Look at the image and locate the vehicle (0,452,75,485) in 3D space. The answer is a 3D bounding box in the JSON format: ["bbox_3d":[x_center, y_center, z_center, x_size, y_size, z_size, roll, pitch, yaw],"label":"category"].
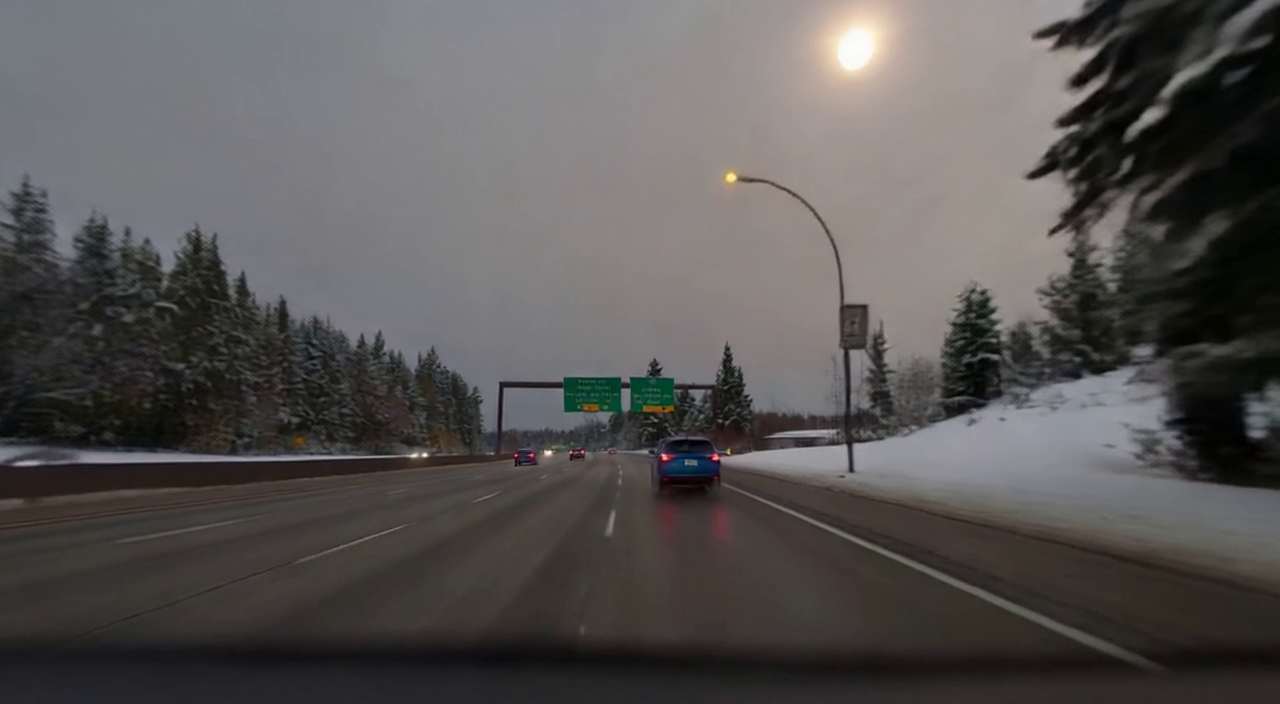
[{"bbox_3d":[-31.329,5.795,31.596,1.835,1.492,4.512,0,-8,-1],"label":"vehicle"}]

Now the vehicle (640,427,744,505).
[{"bbox_3d":[1.156,2.852,16.185,2.120,1.706,4.226,0,-8,-2],"label":"vehicle"}]
